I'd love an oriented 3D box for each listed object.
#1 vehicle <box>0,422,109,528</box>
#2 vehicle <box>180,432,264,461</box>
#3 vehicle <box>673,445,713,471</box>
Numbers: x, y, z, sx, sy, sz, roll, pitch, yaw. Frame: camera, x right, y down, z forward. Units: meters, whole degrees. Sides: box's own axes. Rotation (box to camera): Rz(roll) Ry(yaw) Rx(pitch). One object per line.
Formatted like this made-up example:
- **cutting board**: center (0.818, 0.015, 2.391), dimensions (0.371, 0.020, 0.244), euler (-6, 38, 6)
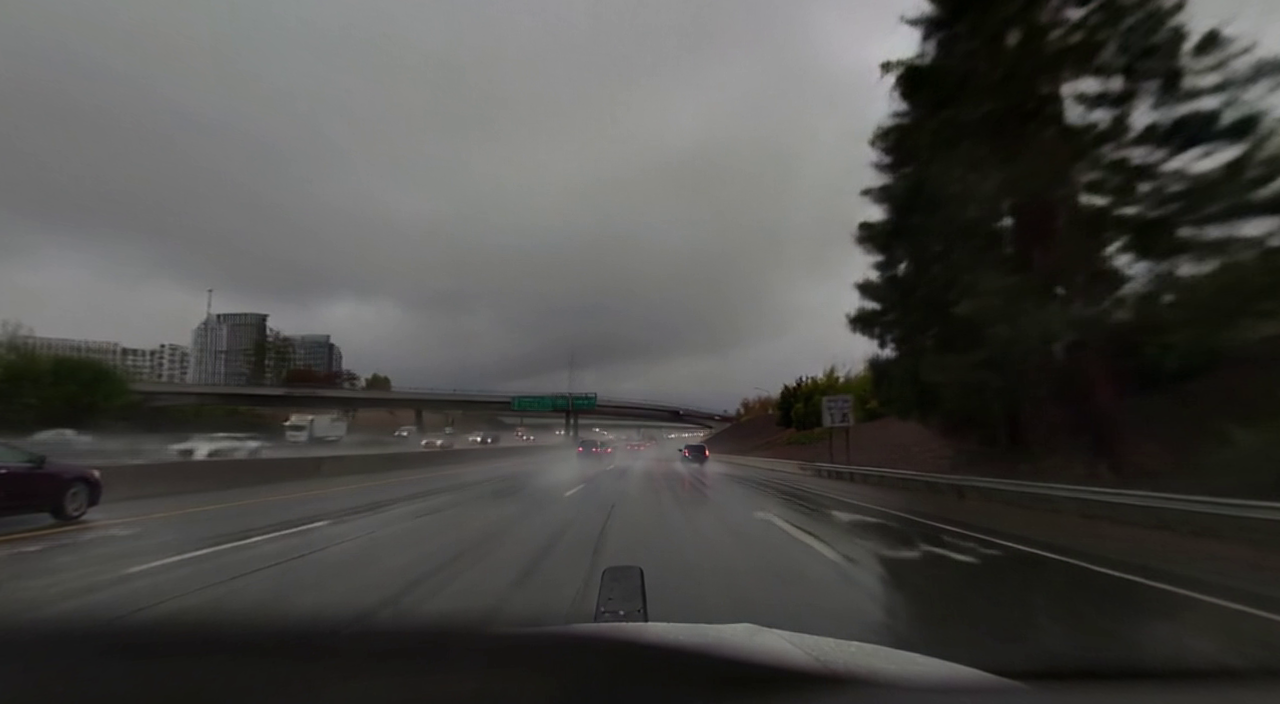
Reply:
- **vehicle**: center (-11.285, 1.942, 9.863), dimensions (1.995, 1.682, 4.516), euler (0, -8, 0)
- **vehicle**: center (-24.496, 5.558, 37.205), dimensions (1.874, 1.549, 4.444), euler (0, -8, 0)
- **vehicle**: center (3.227, 6.555, 39.294), dimensions (2.059, 1.509, 4.670), euler (0, -8, 0)
